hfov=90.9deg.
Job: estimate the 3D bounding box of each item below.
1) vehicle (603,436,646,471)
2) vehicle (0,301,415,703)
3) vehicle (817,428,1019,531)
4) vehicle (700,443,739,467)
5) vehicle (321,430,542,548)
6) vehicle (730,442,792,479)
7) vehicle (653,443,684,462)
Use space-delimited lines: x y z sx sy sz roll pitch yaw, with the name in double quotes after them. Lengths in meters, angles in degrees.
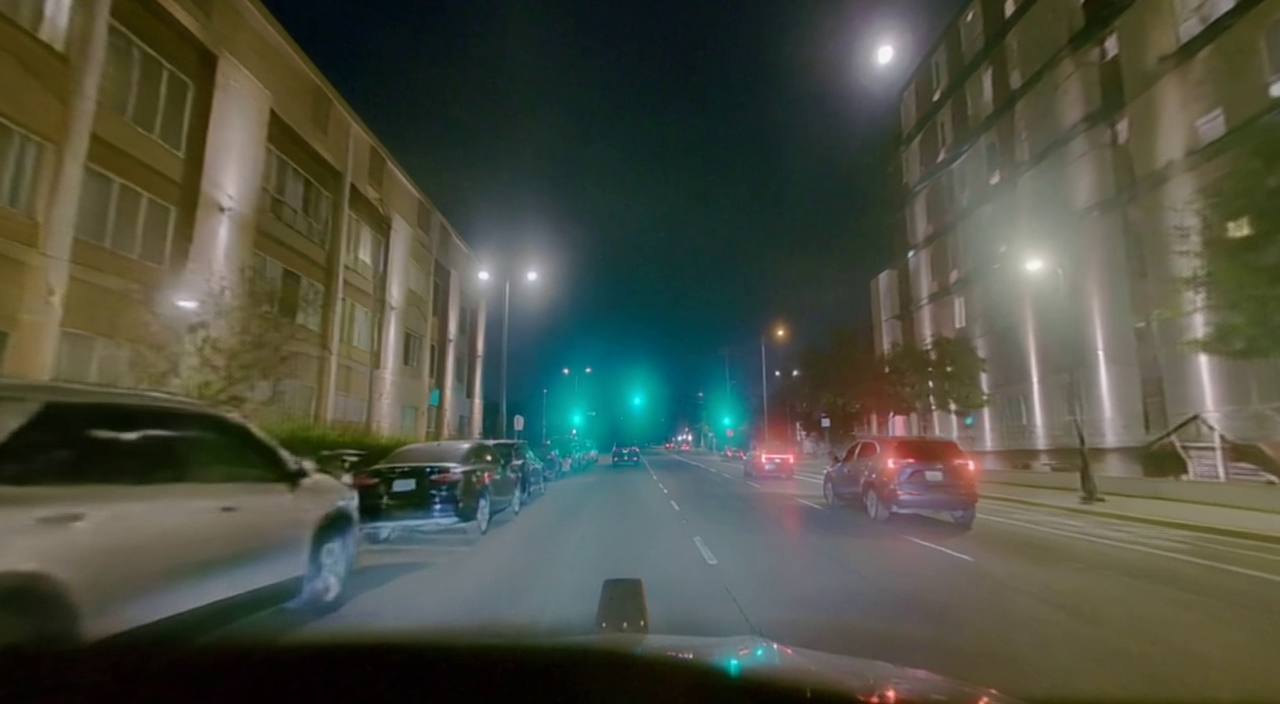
-0.763 5.339 33.272 2.122 1.689 3.885 0 -8 0 "vehicle"
-3.404 0.957 3.767 2.187 1.819 5.101 0 -8 0 "vehicle"
4.972 2.326 12.051 1.891 1.599 4.173 0 -9 -1 "vehicle"
5.126 6.681 41.188 1.917 1.467 4.452 0 -8 -1 "vehicle"
-3.053 2.127 10.597 2.121 1.490 4.910 0 -8 -1 "vehicle"
5.090 4.586 26.934 1.799 1.463 3.464 0 -9 -2 "vehicle"
2.162 7.810 49.158 2.182 1.450 4.013 0 -8 -1 "vehicle"
